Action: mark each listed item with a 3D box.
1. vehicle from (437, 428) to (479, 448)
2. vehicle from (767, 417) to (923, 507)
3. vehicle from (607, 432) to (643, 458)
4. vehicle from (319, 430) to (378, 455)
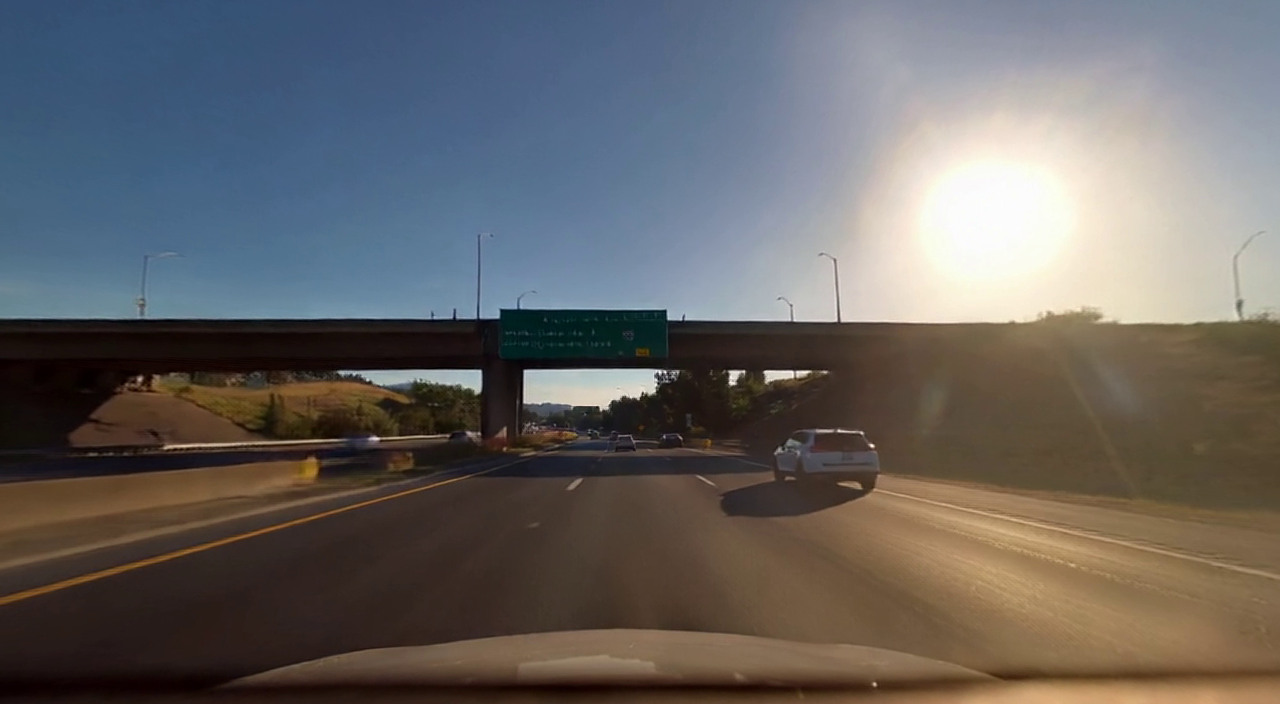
[{"bbox_3d":[-14.107,6.710,49.067,2.017,1.493,4.377,0,-8,-1],"label":"vehicle"},{"bbox_3d":[4.064,2.230,13.234,1.892,1.600,3.782,0,-8,-1],"label":"vehicle"},{"bbox_3d":[-0.899,5.495,37.273,1.987,1.440,3.565,0,-8,-1],"label":"vehicle"},{"bbox_3d":[-17.864,5.557,38.777,1.753,1.452,4.018,0,-8,-1],"label":"vehicle"}]
